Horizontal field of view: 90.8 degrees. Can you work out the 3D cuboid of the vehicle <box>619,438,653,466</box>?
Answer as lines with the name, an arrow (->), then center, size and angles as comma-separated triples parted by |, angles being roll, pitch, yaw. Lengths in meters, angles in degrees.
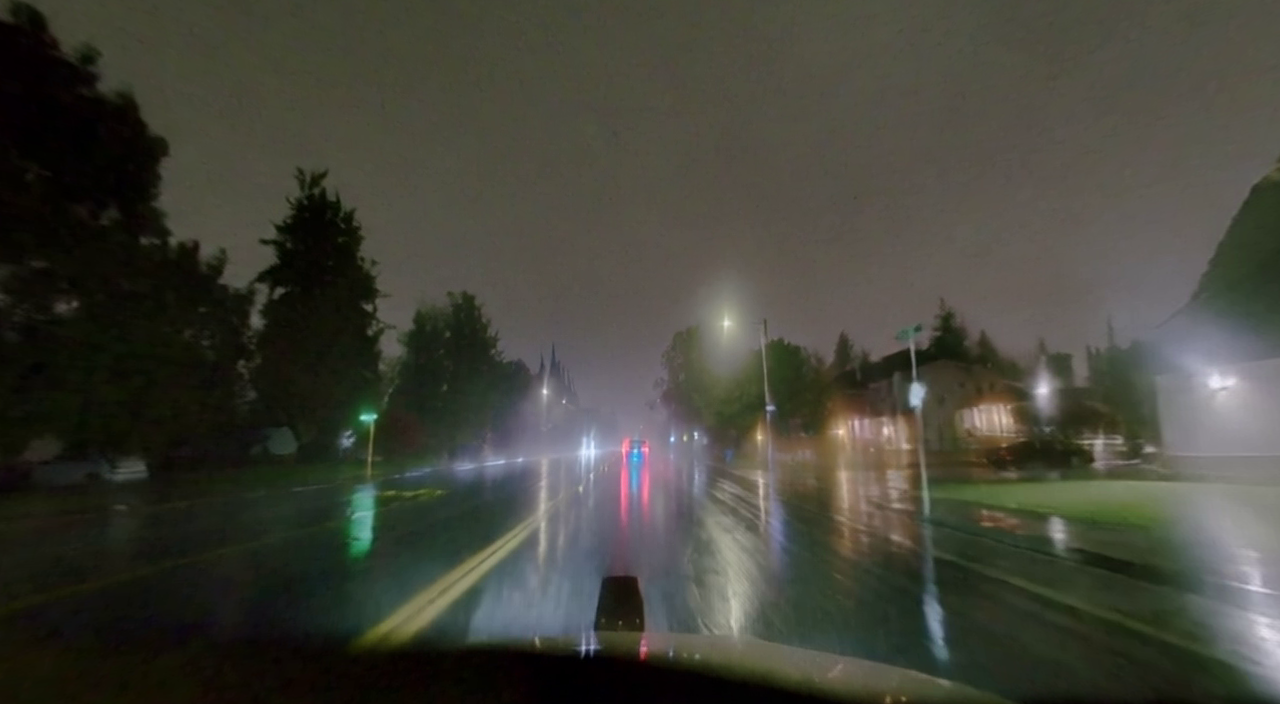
vehicle -> -0.271, 6.854, 43.324 | 2.230, 1.827, 4.298 | 0, -9, -1

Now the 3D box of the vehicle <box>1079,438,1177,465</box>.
vehicle -> 28.596, 5.827, 37.085 | 4.359, 1.479, 1.890 | 1, -9, -7

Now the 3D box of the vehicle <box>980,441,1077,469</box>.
vehicle -> 22.180, 5.876, 36.185 | 4.218, 1.505, 2.169 | 1, -9, -8

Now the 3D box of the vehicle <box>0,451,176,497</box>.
vehicle -> -19.861, 4.316, 22.569 | 4.818, 1.506, 2.289 | -1, -9, 4
